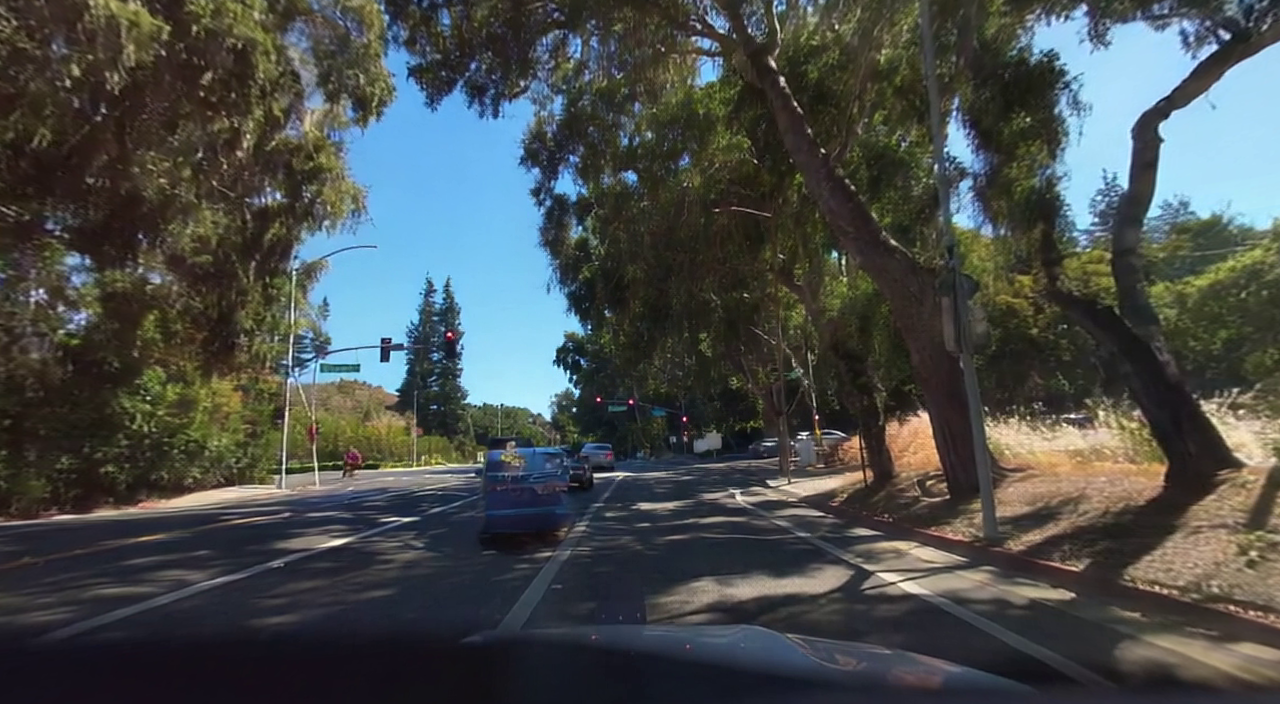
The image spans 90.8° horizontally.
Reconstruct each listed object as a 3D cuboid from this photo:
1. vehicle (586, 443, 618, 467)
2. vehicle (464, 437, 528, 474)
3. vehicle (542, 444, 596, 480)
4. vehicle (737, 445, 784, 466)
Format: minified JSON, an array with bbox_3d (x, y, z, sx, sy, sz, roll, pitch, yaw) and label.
[{"bbox_3d":[-2.771,7.540,46.453,2.055,1.679,4.155,0,-9,1],"label":"vehicle"},{"bbox_3d":[-8.746,6.177,38.033,2.390,2.020,5.085,4,-10,-28],"label":"vehicle"},{"bbox_3d":[-3.129,4.974,28.762,1.979,1.492,3.930,0,-9,0],"label":"vehicle"},{"bbox_3d":[8.533,7.239,44.377,1.945,1.410,4.284,-5,-10,28],"label":"vehicle"}]
